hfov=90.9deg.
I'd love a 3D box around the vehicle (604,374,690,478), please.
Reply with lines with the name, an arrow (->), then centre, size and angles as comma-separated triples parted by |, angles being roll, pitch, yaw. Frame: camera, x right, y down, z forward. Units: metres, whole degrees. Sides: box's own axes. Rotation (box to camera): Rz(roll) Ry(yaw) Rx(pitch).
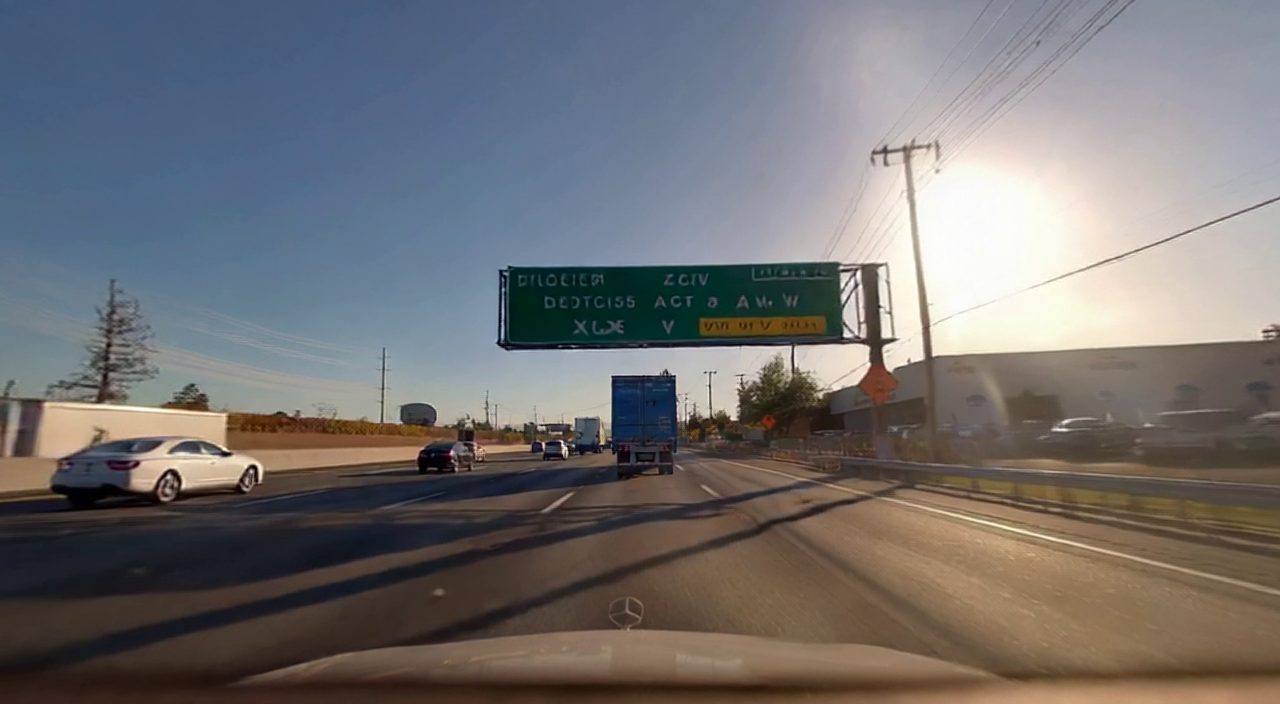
vehicle -> 0.145, 3.291, 26.794 | 2.941, 3.604, 9.851 | 0, -9, -1

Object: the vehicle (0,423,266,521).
vehicle -> -10.900, 2.577, 14.068 | 2.046, 1.779, 4.752 | 0, -9, 2

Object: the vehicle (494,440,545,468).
vehicle -> -6.666, 5.701, 35.290 | 1.933, 1.459, 4.478 | 0, -9, 0

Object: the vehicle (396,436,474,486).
vehicle -> -7.025, 3.756, 21.931 | 1.736, 1.580, 2.778 | 0, -9, 0
